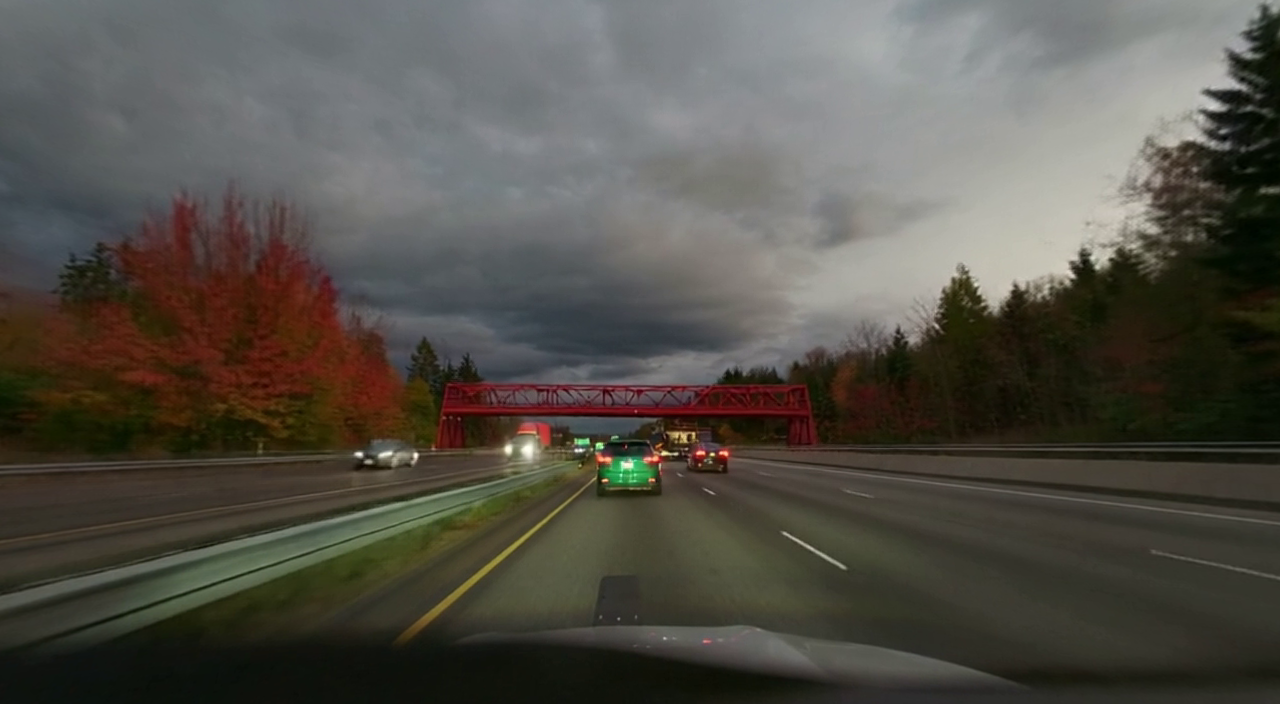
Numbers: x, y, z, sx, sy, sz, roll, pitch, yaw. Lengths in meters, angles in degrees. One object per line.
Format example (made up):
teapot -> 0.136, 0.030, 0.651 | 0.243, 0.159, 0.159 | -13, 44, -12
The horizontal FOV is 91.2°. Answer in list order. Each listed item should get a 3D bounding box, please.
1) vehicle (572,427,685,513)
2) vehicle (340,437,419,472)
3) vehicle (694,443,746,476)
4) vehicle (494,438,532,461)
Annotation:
vehicle -> -0.259, 2.680, 14.627 | 2.259, 1.699, 4.015 | 0, -9, -1
vehicle -> -12.308, 4.862, 29.907 | 1.938, 1.516, 4.282 | 0, -9, 0
vehicle -> 3.868, 5.234, 30.838 | 1.894, 1.487, 3.751 | 0, -9, -2
vehicle -> -9.862, 7.646, 49.036 | 2.111, 1.674, 4.548 | 0, -9, -1
